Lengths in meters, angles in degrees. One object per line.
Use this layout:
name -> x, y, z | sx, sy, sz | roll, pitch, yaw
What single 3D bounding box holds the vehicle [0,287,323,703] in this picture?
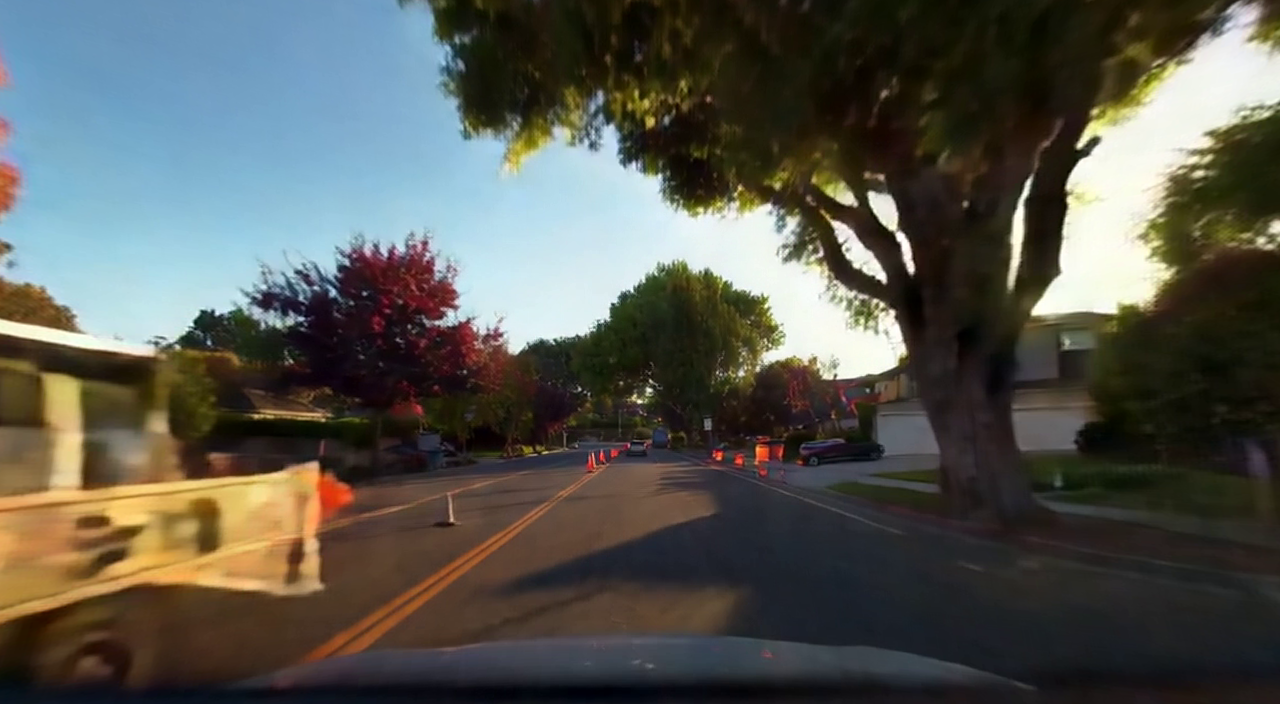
vehicle -> -3.521, 0.605, 0.986 | 2.742, 1.962, 6.409 | 0, -8, 0
